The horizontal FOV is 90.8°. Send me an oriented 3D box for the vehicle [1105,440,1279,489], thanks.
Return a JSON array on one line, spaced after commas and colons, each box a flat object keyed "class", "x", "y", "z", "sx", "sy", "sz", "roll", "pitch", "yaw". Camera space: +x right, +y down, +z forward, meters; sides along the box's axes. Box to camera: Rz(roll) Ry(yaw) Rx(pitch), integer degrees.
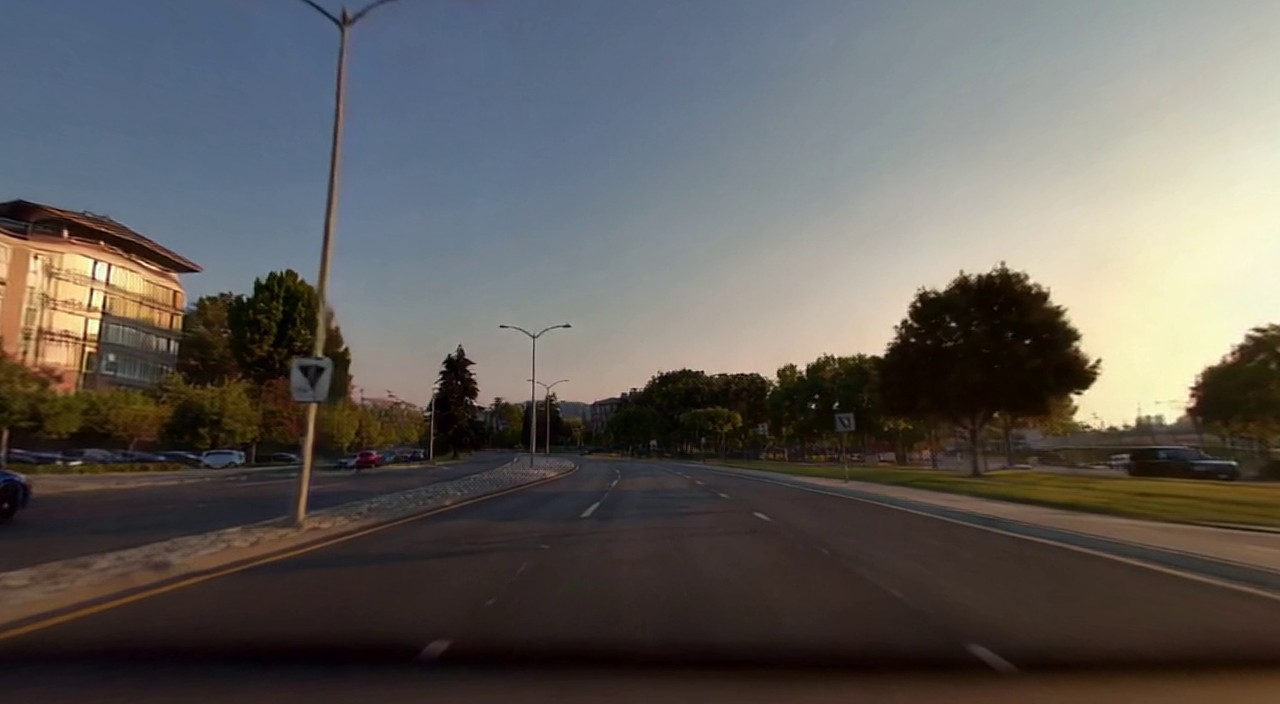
[{"class": "vehicle", "x": 25.329, "y": 5.130, "z": 29.112, "sx": 2.337, "sy": 1.969, "sz": 5.826, "roll": 6, "pitch": -10, "yaw": -22}]
